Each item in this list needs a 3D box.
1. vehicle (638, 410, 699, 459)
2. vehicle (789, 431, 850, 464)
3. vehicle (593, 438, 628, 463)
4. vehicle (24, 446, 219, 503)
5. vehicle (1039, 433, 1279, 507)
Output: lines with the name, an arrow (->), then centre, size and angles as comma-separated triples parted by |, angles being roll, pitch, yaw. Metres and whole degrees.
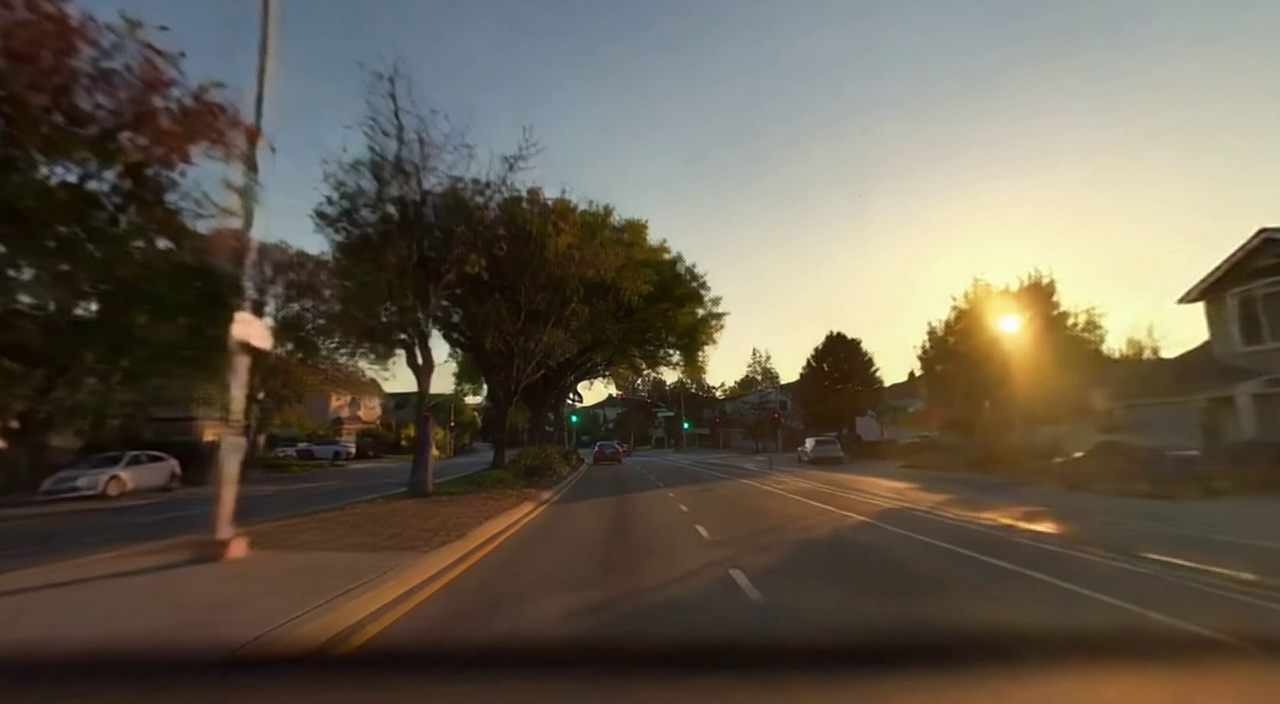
vehicle -> 1.901, 6.517, 49.282 | 3.037, 3.261, 12.926 | 1, -8, -5
vehicle -> 10.500, 5.639, 37.388 | 2.145, 1.795, 4.992 | 0, -8, 0
vehicle -> -1.958, 6.311, 40.540 | 2.113, 1.462, 4.203 | 1, -8, -4
vehicle -> -15.199, 3.570, 18.911 | 2.070, 1.469, 4.524 | 1, -8, -2
vehicle -> 11.725, 2.656, 14.711 | 1.839, 1.445, 4.484 | 0, -8, 0
